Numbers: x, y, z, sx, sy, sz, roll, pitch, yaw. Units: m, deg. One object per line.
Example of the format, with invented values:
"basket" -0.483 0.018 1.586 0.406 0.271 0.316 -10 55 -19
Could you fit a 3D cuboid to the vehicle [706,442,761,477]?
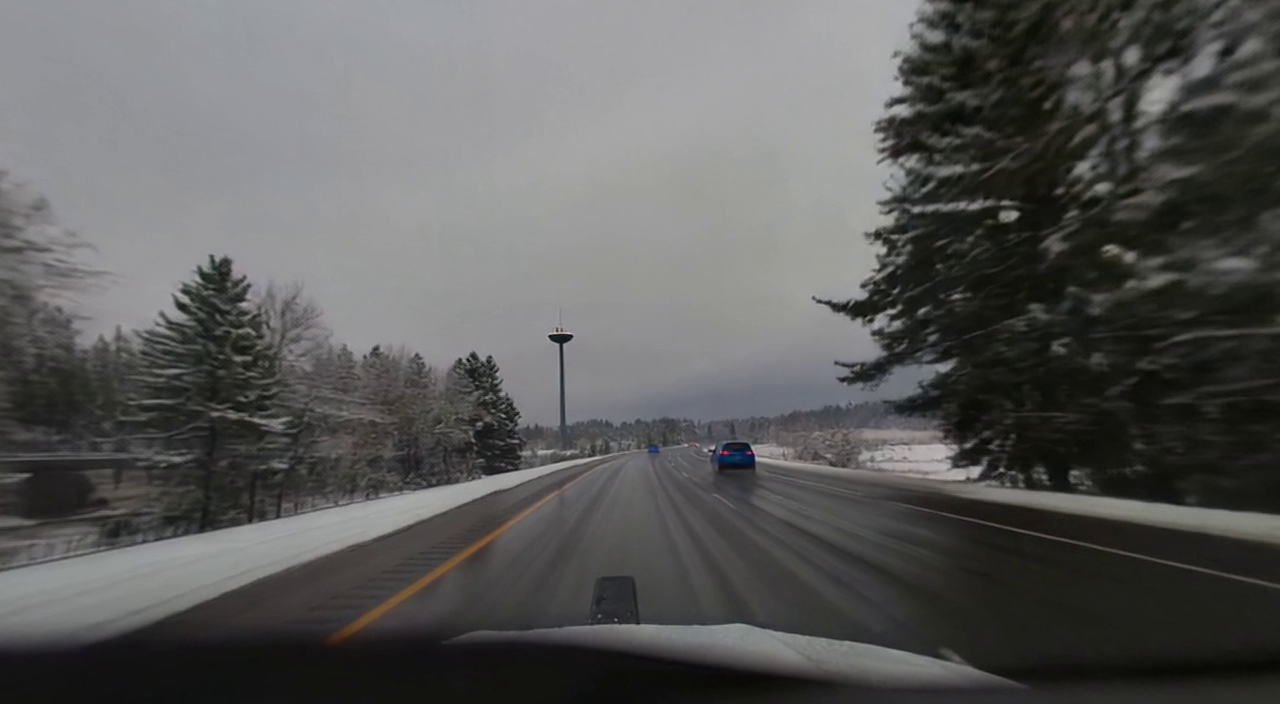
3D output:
"vehicle" 4.383 5.085 30.225 2.030 1.526 4.165 0 -8 0
